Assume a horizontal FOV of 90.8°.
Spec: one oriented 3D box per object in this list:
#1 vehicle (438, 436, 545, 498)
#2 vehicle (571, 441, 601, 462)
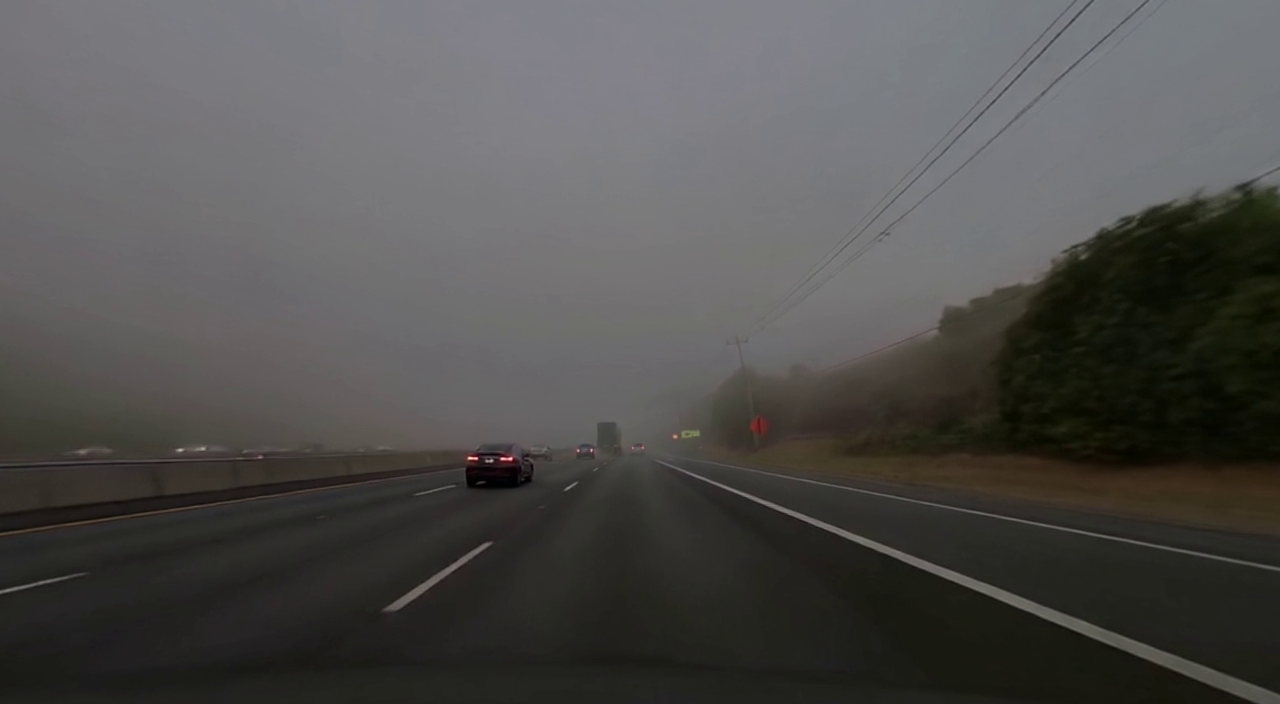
[{"bbox_3d":[-4.068,3.222,18.157,1.963,1.533,4.477,0,-9,0],"label":"vehicle"},{"bbox_3d":[-4.192,7.788,49.667,2.038,1.533,4.103,0,-9,-1],"label":"vehicle"}]
